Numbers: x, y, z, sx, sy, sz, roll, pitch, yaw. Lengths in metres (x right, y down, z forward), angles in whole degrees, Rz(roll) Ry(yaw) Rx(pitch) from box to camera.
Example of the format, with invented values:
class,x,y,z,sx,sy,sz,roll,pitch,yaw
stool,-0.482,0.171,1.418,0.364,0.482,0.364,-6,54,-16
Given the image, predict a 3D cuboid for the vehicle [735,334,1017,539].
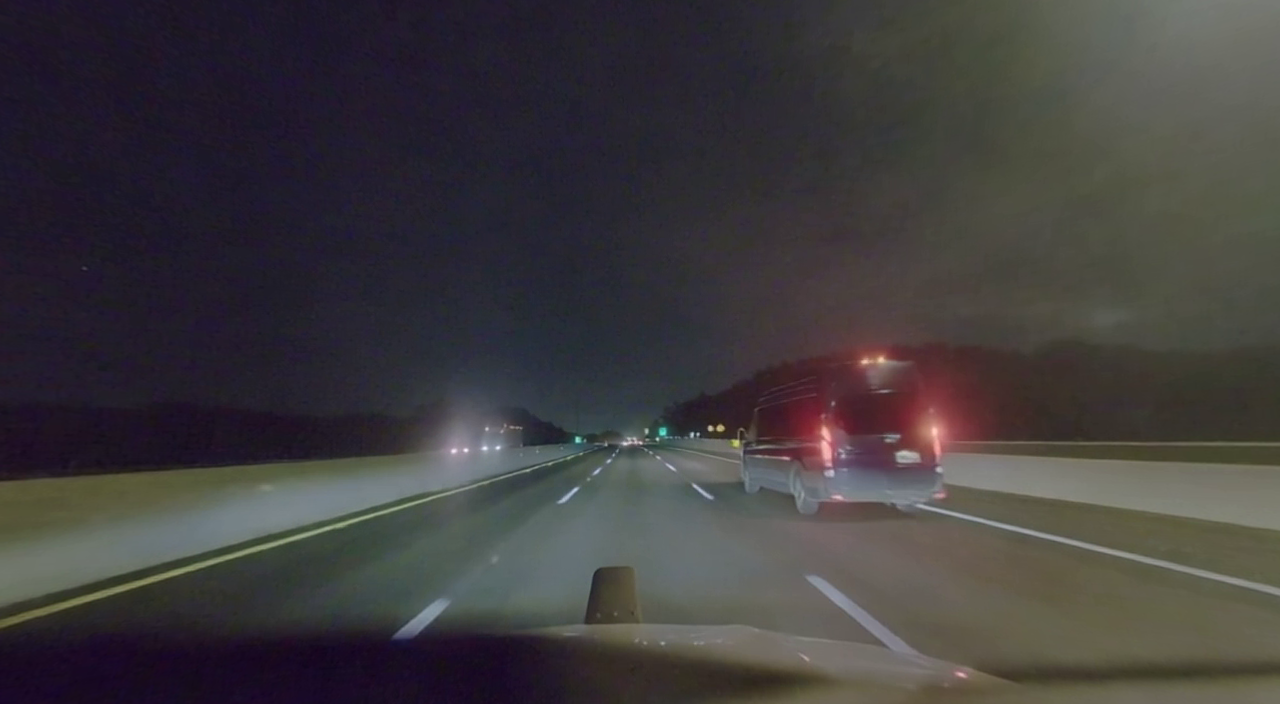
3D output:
class,x,y,z,sx,sy,sz,roll,pitch,yaw
vehicle,3.613,1.579,11.774,2.431,2.667,6.921,0,-8,-1
